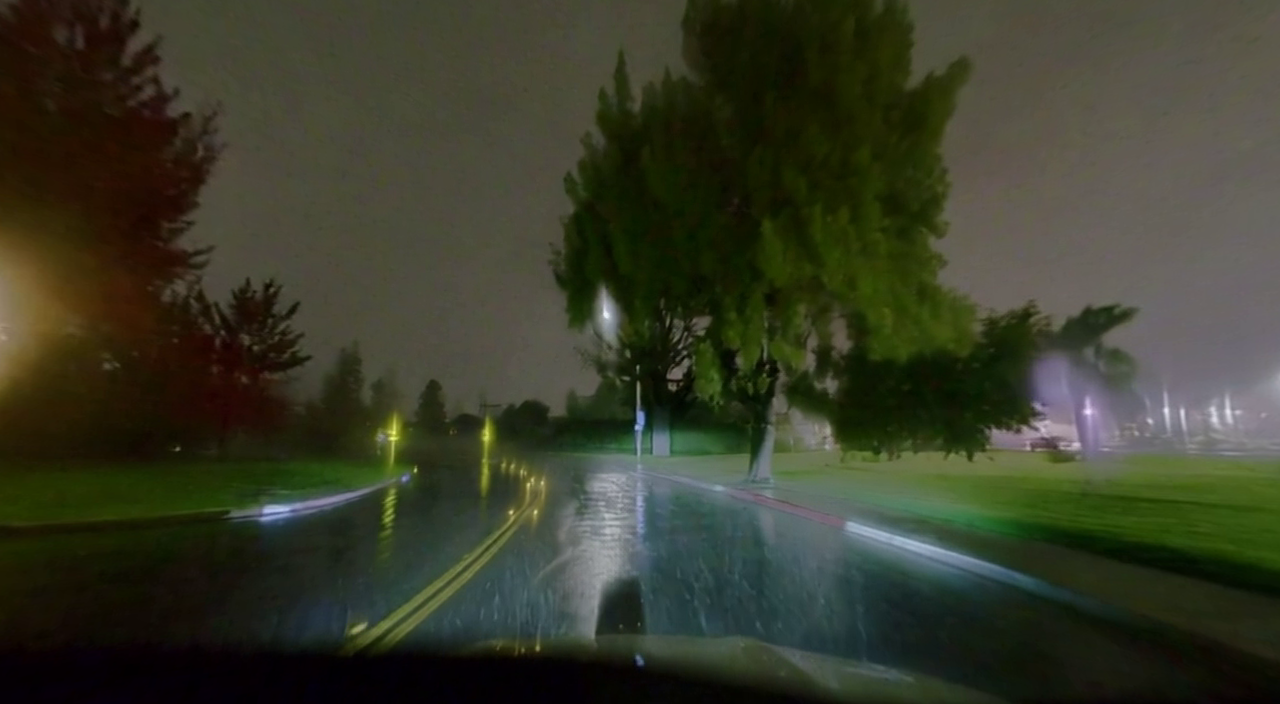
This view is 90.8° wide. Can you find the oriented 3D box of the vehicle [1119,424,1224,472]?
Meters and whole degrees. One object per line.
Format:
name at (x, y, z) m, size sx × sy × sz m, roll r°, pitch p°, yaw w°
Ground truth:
vehicle at (31.972, 5.778, 38.139) m, size 2.572 × 2.692 × 3.848 m, roll 3°, pitch -9°, yaw -19°
